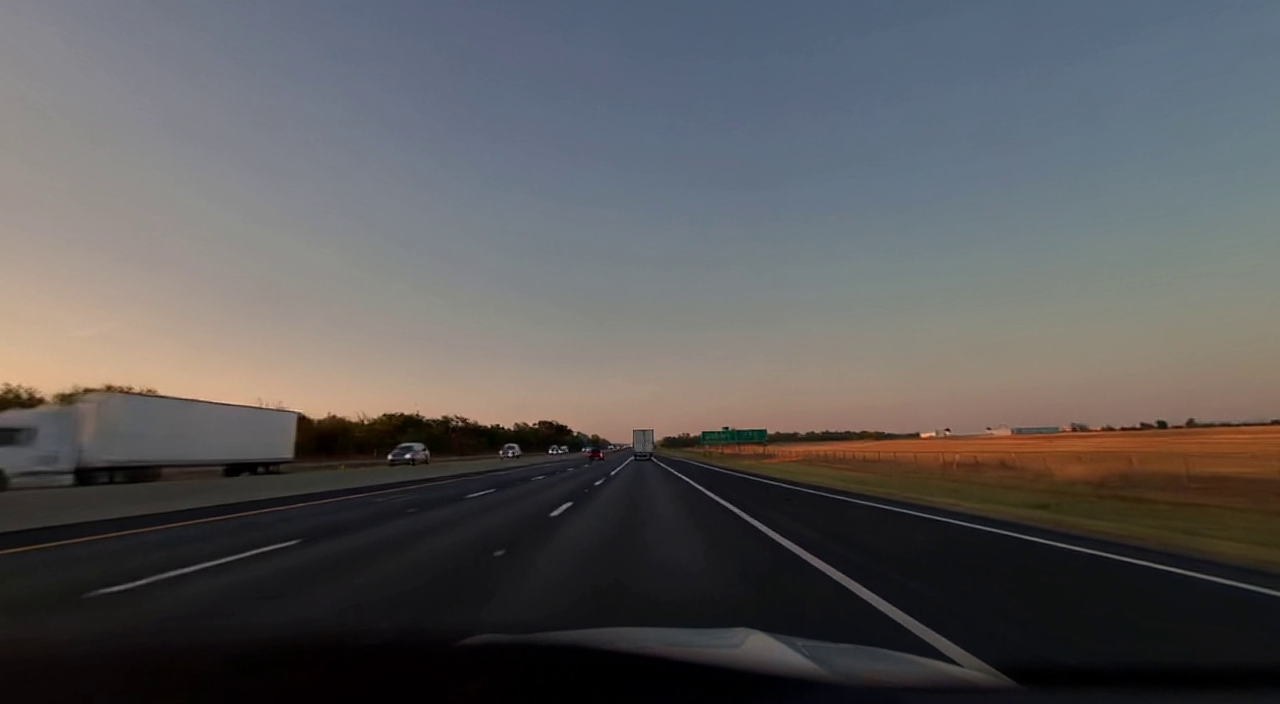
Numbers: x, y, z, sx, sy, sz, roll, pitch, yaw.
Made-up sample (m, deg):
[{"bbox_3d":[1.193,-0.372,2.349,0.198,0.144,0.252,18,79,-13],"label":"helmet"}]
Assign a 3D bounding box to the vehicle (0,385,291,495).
[{"bbox_3d":[-22.807,4.456,30.996,3.098,4.119,14.343,0,-9,0],"label":"vehicle"}]
